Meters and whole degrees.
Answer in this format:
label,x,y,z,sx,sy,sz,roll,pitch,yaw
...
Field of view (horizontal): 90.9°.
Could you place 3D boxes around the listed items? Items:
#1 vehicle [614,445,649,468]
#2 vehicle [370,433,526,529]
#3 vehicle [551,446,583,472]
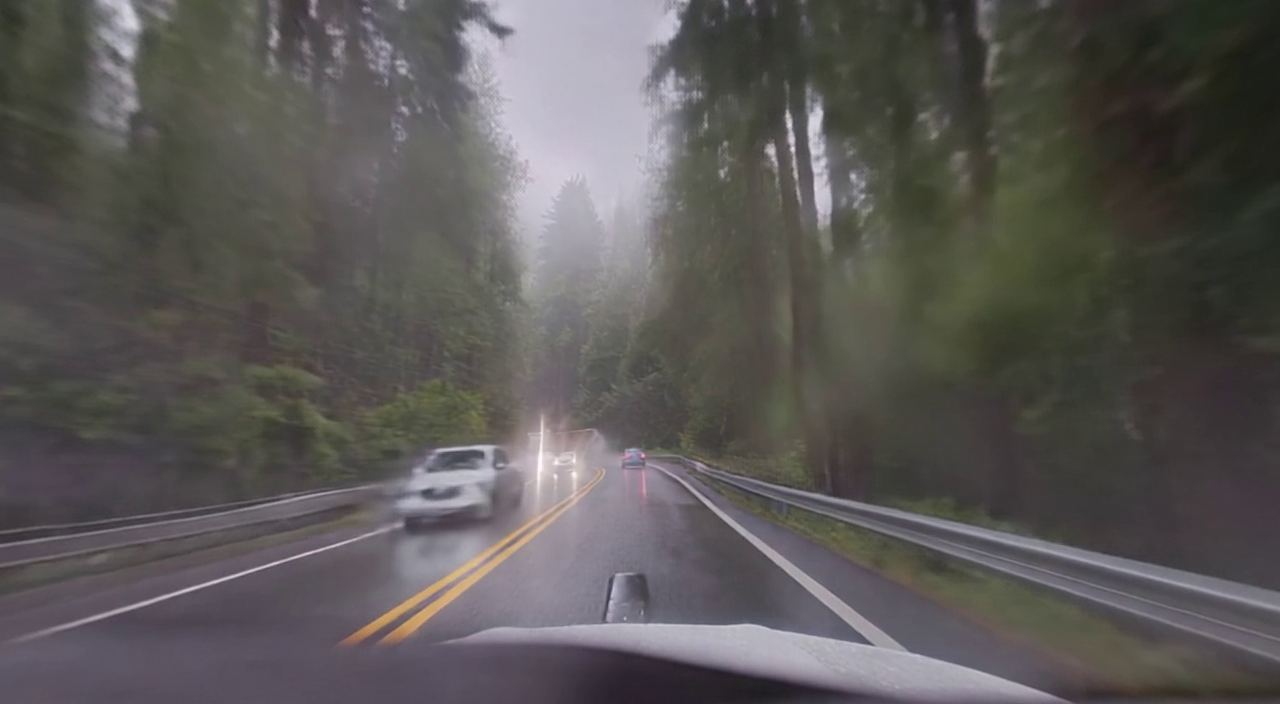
label,x,y,z,sx,sy,sz,roll,pitch,yaw
vehicle,-0.652,7.142,43.249,2.120,1.491,4.349,1,-8,-5
vehicle,-4.212,2.888,14.891,2.066,1.827,5.178,0,-8,0
vehicle,-5.542,8.173,48.558,2.319,1.864,4.569,1,-8,-5
